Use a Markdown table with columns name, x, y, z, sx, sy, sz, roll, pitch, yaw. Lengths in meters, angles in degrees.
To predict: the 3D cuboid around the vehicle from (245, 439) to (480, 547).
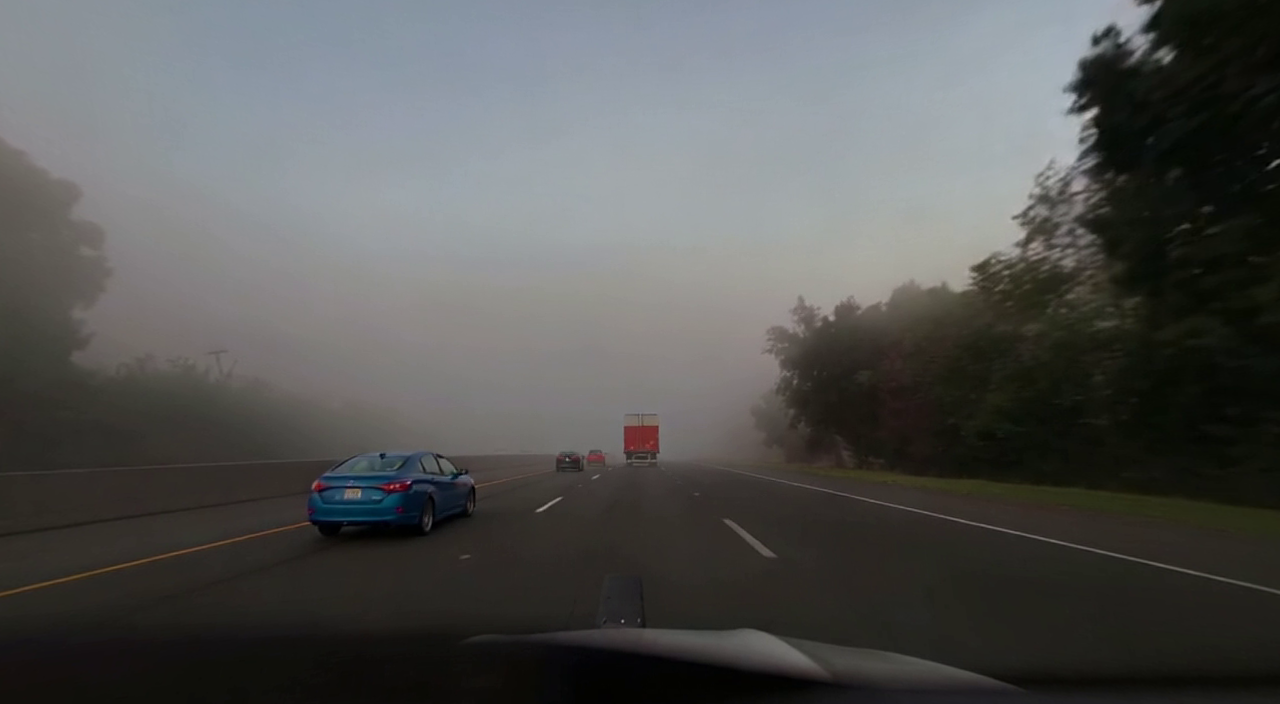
| name | x | y | z | sx | sy | sz | roll | pitch | yaw |
| --- | --- | --- | --- | --- | --- | --- | --- | --- | --- |
| vehicle | -4.387 | 2.288 | 10.917 | 2.010 | 1.461 | 4.391 | 0 | -9 | 1 |

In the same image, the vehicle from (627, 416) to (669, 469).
| name | x | y | z | sx | sy | sz | roll | pitch | yaw |
| --- | --- | --- | --- | --- | --- | --- | --- | --- | --- |
| vehicle | 0.547 | 6.921 | 47.881 | 2.893 | 3.628 | 9.081 | 0 | -9 | 0 |

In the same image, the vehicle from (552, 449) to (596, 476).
| name | x | y | z | sx | sy | sz | roll | pitch | yaw |
| --- | --- | --- | --- | --- | --- | --- | --- | --- | --- |
| vehicle | -3.745 | 6.314 | 36.329 | 1.981 | 1.435 | 4.199 | 0 | -9 | 1 |
